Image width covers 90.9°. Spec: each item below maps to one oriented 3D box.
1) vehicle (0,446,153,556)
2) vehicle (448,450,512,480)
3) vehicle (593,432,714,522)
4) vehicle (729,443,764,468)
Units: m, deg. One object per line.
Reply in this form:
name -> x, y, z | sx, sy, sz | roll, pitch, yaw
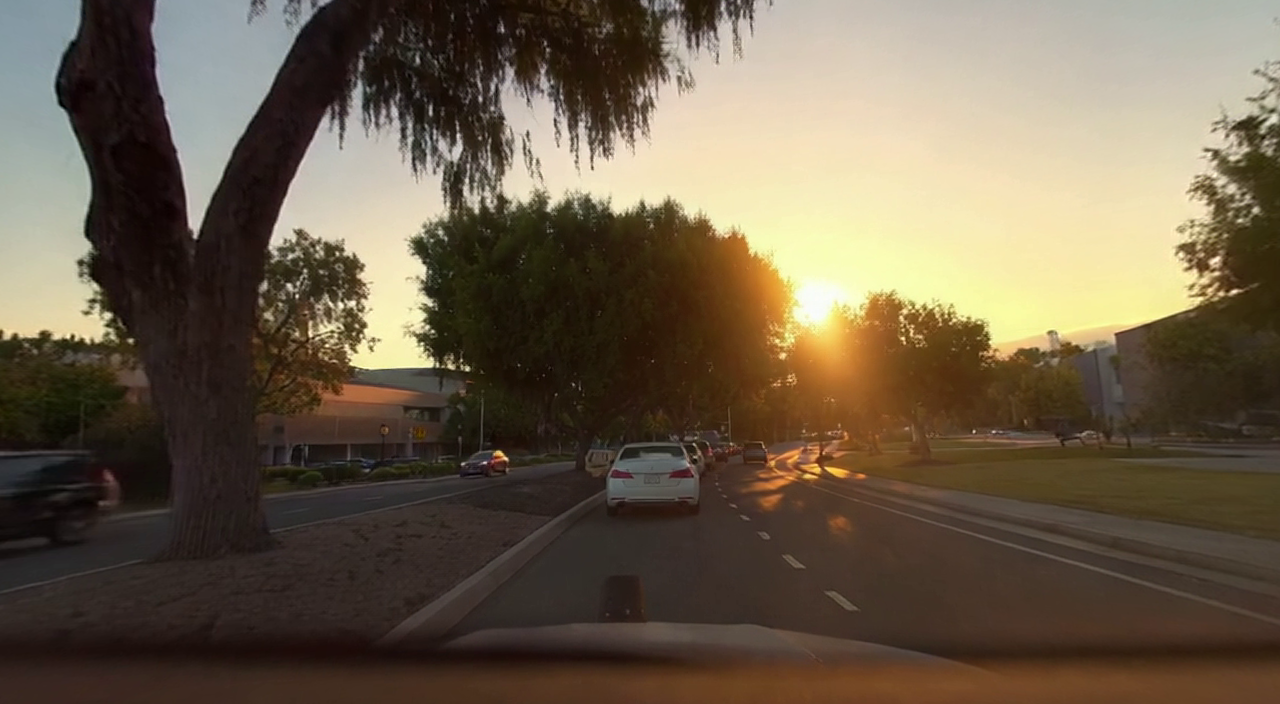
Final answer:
vehicle -> -11.051, 2.448, 10.551 | 2.068, 1.688, 4.665 | 0, -8, 0
vehicle -> -8.806, 6.225, 35.120 | 1.909, 1.468, 4.597 | -1, -8, 7
vehicle -> 0.339, 2.543, 13.395 | 2.154, 1.585, 3.997 | -1, -8, 3
vehicle -> 6.717, 6.527, 40.089 | 1.984, 1.507, 4.359 | -1, -8, 7
